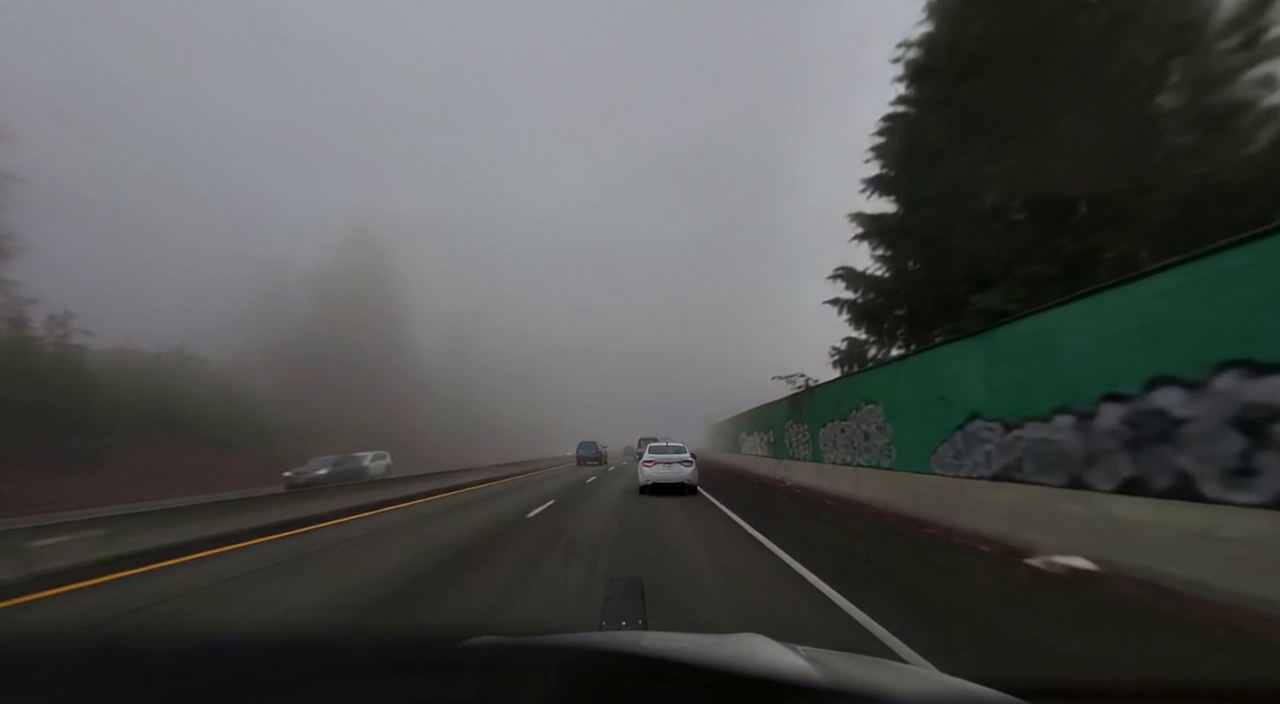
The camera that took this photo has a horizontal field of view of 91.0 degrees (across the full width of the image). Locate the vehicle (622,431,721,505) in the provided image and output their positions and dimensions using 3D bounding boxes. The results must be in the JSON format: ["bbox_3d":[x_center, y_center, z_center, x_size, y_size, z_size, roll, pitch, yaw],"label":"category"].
[{"bbox_3d":[0.679,2.733,15.222,2.077,1.533,3.854,0,-8,1],"label":"vehicle"}]

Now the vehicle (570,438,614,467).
[{"bbox_3d":[-2.691,5.734,36.163,2.105,1.571,3.727,-1,-8,3],"label":"vehicle"}]

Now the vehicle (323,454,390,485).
[{"bbox_3d":[-14.255,5.880,31.804,1.684,1.412,3.399,0,-8,2],"label":"vehicle"}]
